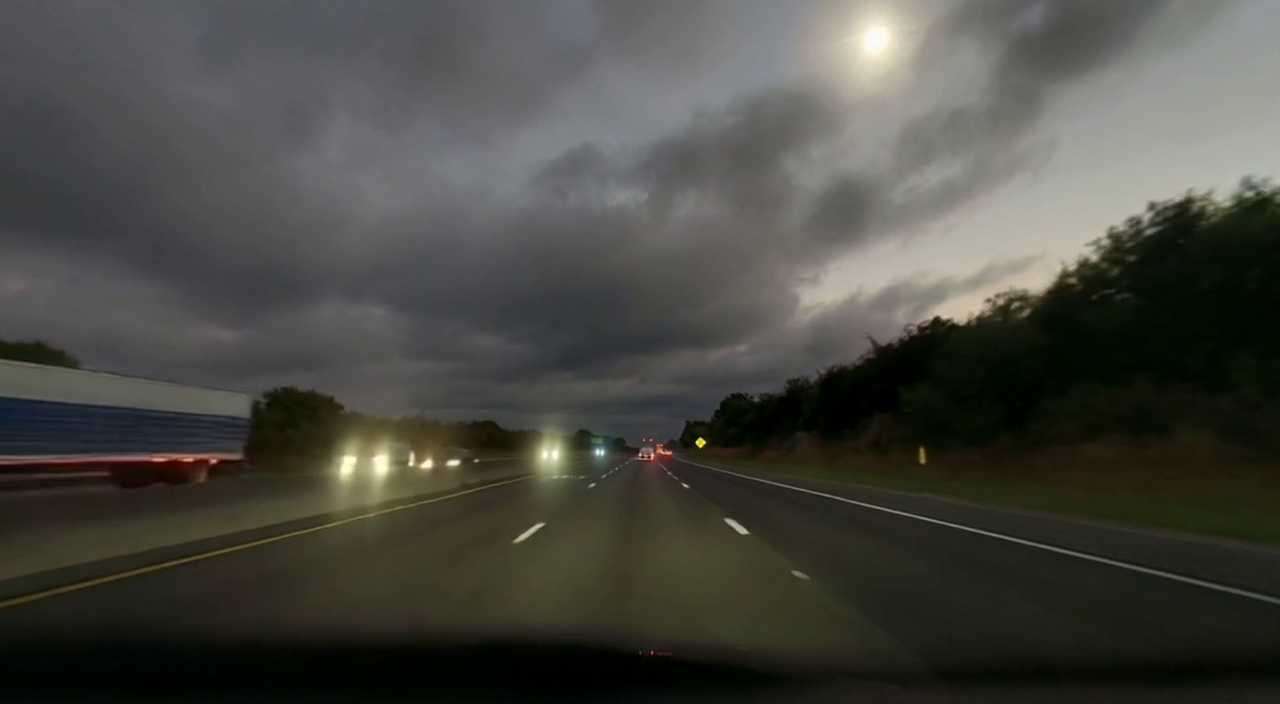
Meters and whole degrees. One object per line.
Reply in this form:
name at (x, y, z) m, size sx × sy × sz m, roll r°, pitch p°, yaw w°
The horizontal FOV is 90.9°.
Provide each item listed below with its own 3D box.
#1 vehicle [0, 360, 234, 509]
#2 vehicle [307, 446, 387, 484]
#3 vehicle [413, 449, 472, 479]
vehicle at (-19.157, 2.662, 19.867) m, size 2.992 × 4.077 × 14.417 m, roll 0°, pitch -9°, yaw 1°
vehicle at (-14.964, 5.767, 32.517) m, size 2.002 × 1.778 × 4.321 m, roll 0°, pitch -9°, yaw 0°
vehicle at (-11.042, 6.263, 35.553) m, size 1.904 × 1.544 × 4.225 m, roll 0°, pitch -9°, yaw 0°
